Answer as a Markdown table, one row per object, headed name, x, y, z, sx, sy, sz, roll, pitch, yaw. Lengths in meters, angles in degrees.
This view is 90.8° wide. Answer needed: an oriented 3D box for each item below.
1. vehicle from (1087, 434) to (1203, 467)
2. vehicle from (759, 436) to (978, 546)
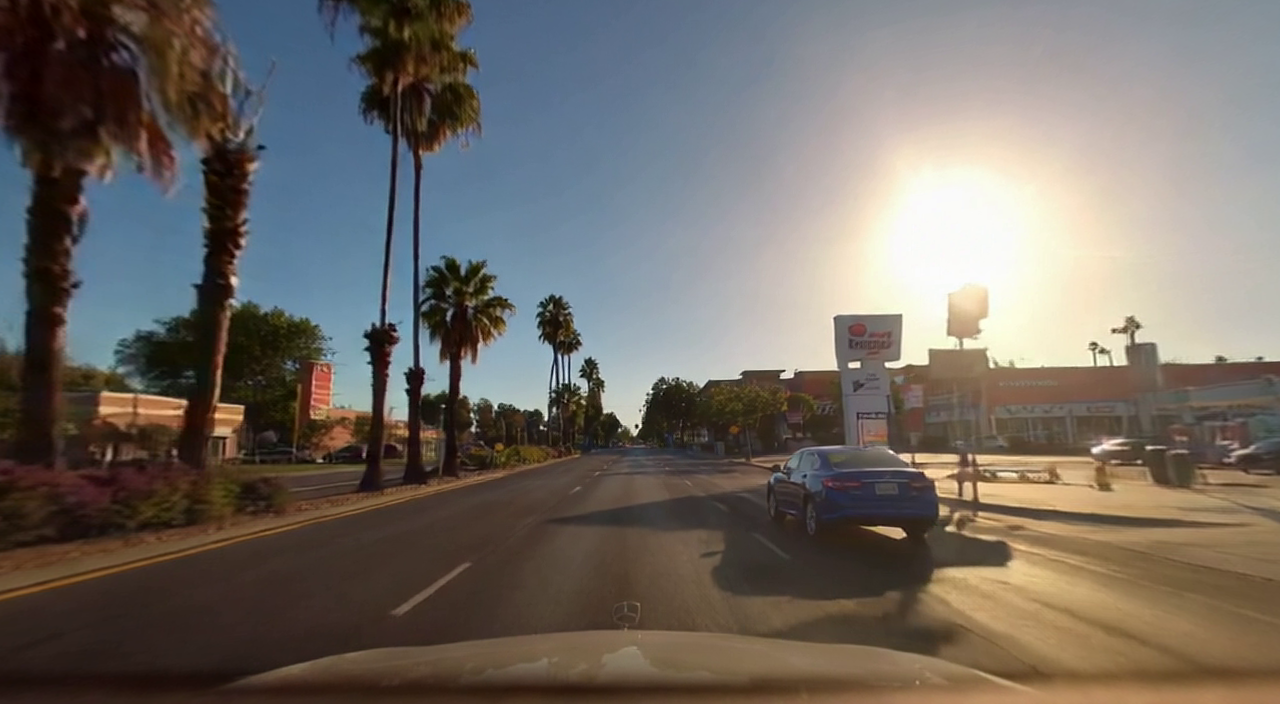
| name | x | y | z | sx | sy | sz | roll | pitch | yaw |
| --- | --- | --- | --- | --- | --- | --- | --- | --- | --- |
| vehicle | 32.326 | 6.292 | 40.547 | 5.339 | 1.812 | 2.175 | -3 | -9 | 3 |
| vehicle | 3.467 | 2.167 | 10.616 | 1.978 | 1.442 | 4.262 | 0 | -8 | -2 |
